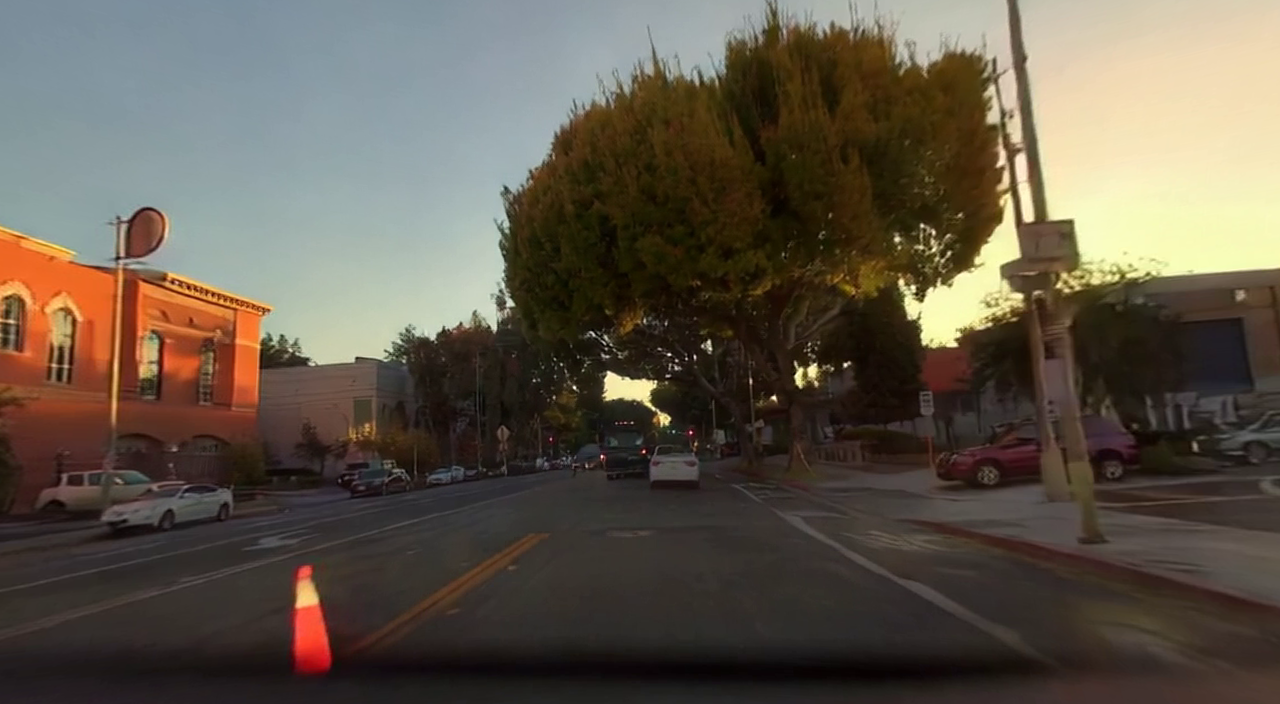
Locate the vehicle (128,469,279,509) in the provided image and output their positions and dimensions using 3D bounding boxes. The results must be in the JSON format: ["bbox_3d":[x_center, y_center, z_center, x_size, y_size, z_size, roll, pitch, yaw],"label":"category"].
[{"bbox_3d":[-18.376,5.773,26.749,4.952,1.510,2.115,-1,-8,5],"label":"vehicle"}]

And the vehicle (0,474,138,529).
[{"bbox_3d":[-19.379,4.749,20.276,4.696,1.513,2.243,-1,-9,3],"label":"vehicle"}]

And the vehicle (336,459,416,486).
[{"bbox_3d":[-17.468,7.971,41.868,4.397,1.698,1.932,-1,-9,7],"label":"vehicle"}]

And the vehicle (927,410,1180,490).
[{"bbox_3d":[10.475,2.529,16.378,4.859,1.914,2.333,0,-9,0],"label":"vehicle"}]

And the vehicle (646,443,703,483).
[{"bbox_3d":[1.332,4.534,26.048,2.159,1.506,4.086,0,-8,1],"label":"vehicle"}]

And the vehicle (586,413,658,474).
[{"bbox_3d":[-0.821,5.891,40.451,2.977,3.271,12.748,-1,-8,6],"label":"vehicle"}]
